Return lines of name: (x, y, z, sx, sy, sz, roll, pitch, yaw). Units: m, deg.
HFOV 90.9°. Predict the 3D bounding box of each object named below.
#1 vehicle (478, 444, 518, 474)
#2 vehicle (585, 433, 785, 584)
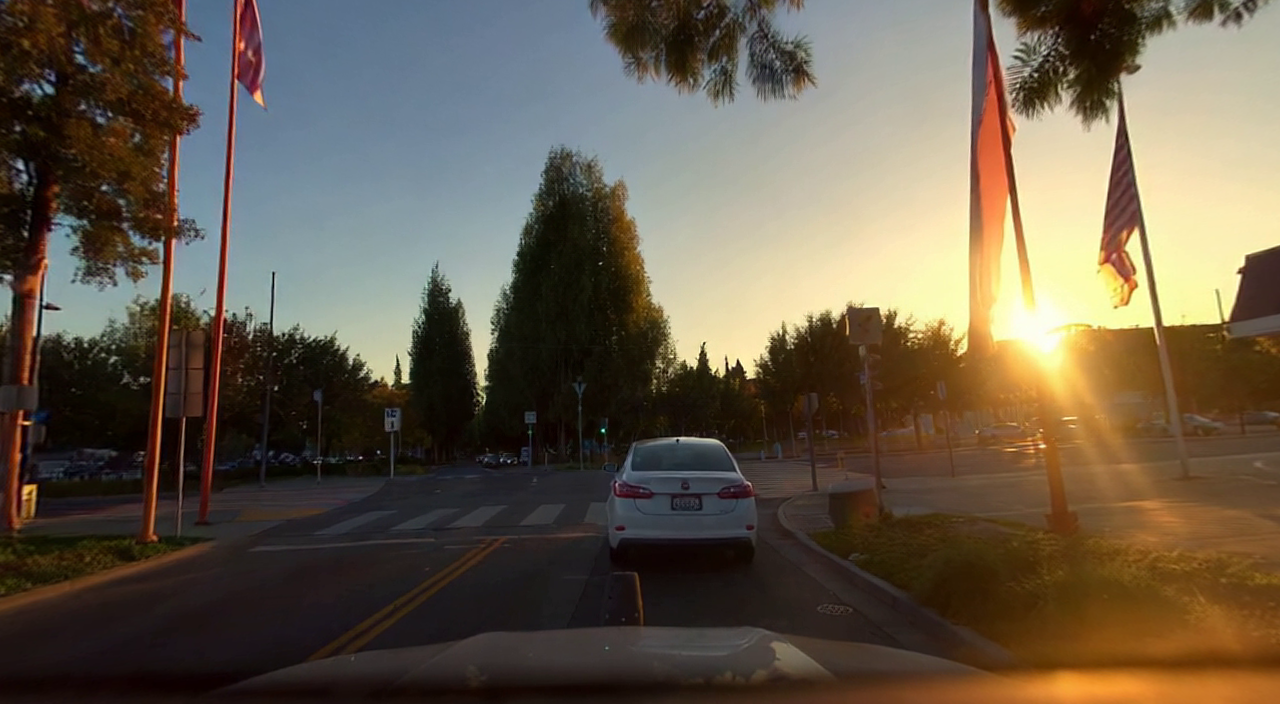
vehicle: (-9.987, 7.561, 44.673, 2.212, 1.948, 4.537, 0, -9, -5)
vehicle: (0.364, 1.840, 8.145, 1.985, 1.463, 3.647, 0, -9, -3)
